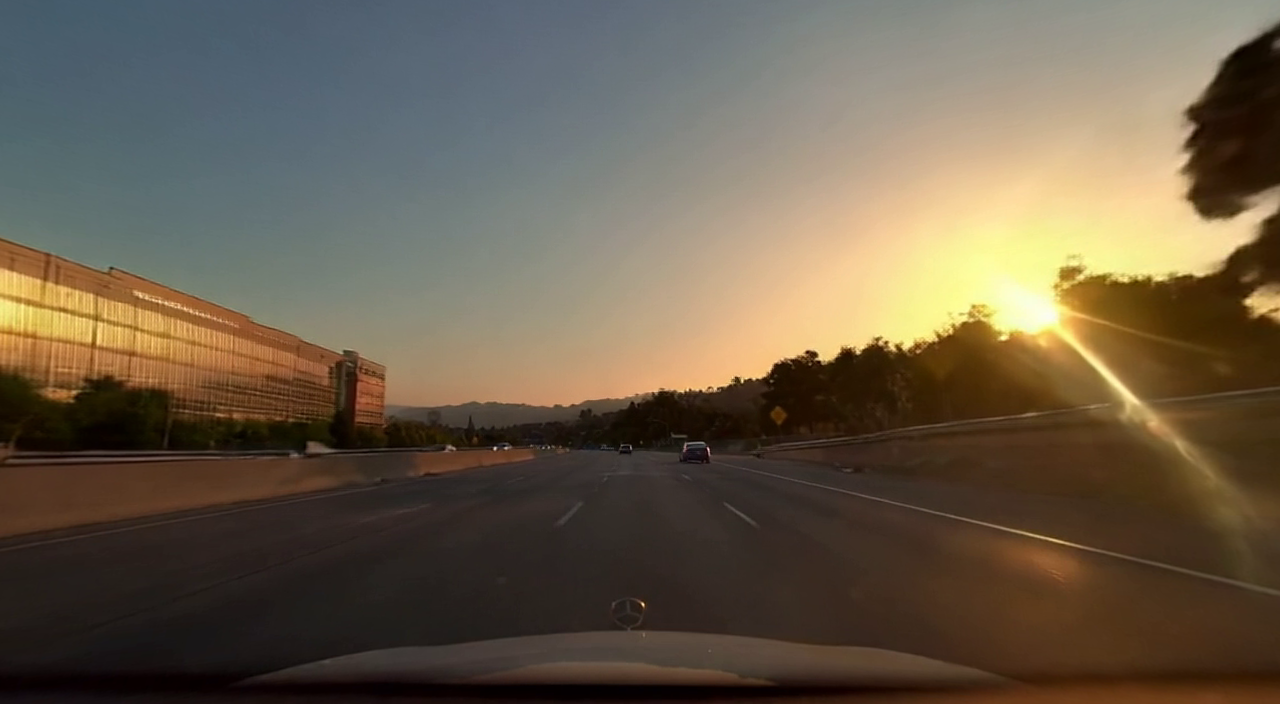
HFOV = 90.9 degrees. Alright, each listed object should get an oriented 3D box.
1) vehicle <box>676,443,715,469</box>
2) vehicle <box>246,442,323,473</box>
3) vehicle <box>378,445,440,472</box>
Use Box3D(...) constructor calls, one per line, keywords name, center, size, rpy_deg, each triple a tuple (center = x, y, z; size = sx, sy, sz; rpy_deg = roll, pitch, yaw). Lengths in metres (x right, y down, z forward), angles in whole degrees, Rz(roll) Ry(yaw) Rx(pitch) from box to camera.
Box3D(name="vehicle", center=(3.441, 6.522, 39.705), size=(1.926, 1.477, 4.025), rpy_deg=(0, -9, -2))
Box3D(name="vehicle", center=(-20.584, 6.103, 36.707), size=(1.927, 1.707, 4.389), rpy_deg=(0, -9, -1))
Box3D(name="vehicle", center=(-13.503, 6.235, 37.154), size=(1.926, 1.470, 4.614), rpy_deg=(0, -9, -1))
